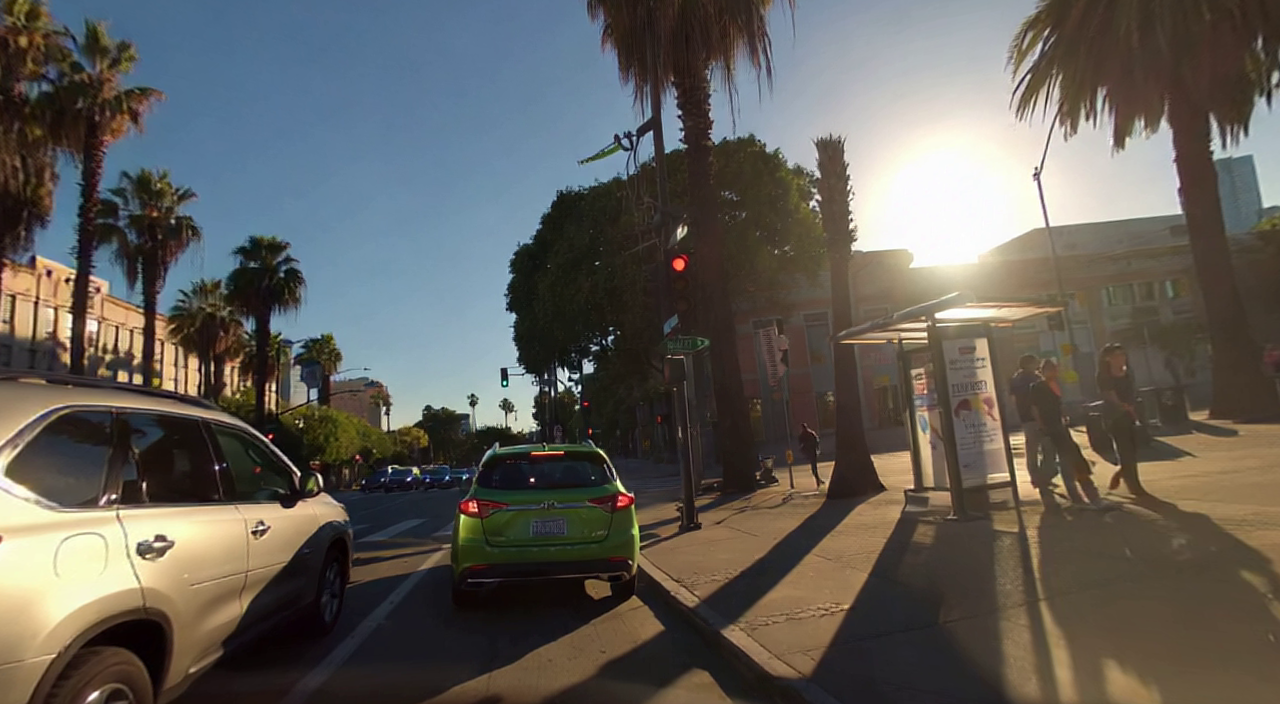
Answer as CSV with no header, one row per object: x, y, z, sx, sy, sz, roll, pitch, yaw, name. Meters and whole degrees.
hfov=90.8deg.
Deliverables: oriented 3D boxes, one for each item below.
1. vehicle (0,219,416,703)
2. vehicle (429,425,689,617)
-2.768,0.903,3.212,2.098,1.851,4.571,1,-9,-7,vehicle
-1.029,1.651,7.231,2.065,1.467,4.289,2,-9,-11,vehicle
